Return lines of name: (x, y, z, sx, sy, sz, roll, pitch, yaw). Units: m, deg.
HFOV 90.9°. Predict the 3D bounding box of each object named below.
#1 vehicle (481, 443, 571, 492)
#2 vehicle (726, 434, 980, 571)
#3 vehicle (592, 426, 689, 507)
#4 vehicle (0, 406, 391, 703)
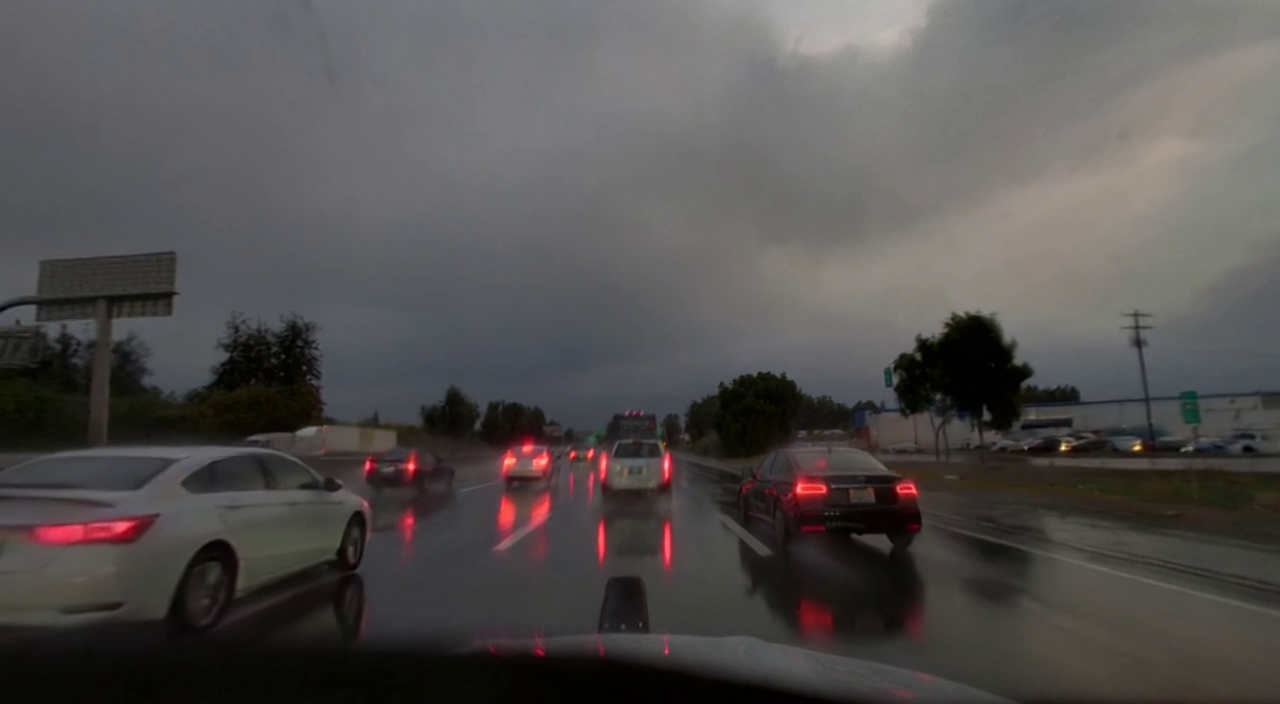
vehicle: (-3.670, 3.807, 21.182, 2.132, 1.464, 4.481, 0, -9, 1)
vehicle: (2.661, 1.996, 9.234, 2.018, 1.470, 4.491, 0, -9, -2)
vehicle: (0.028, 2.828, 15.968, 2.152, 1.779, 3.924, 0, -9, 1)
vehicle: (-3.769, 1.316, 4.970, 1.883, 1.500, 4.161, 0, -9, 0)
